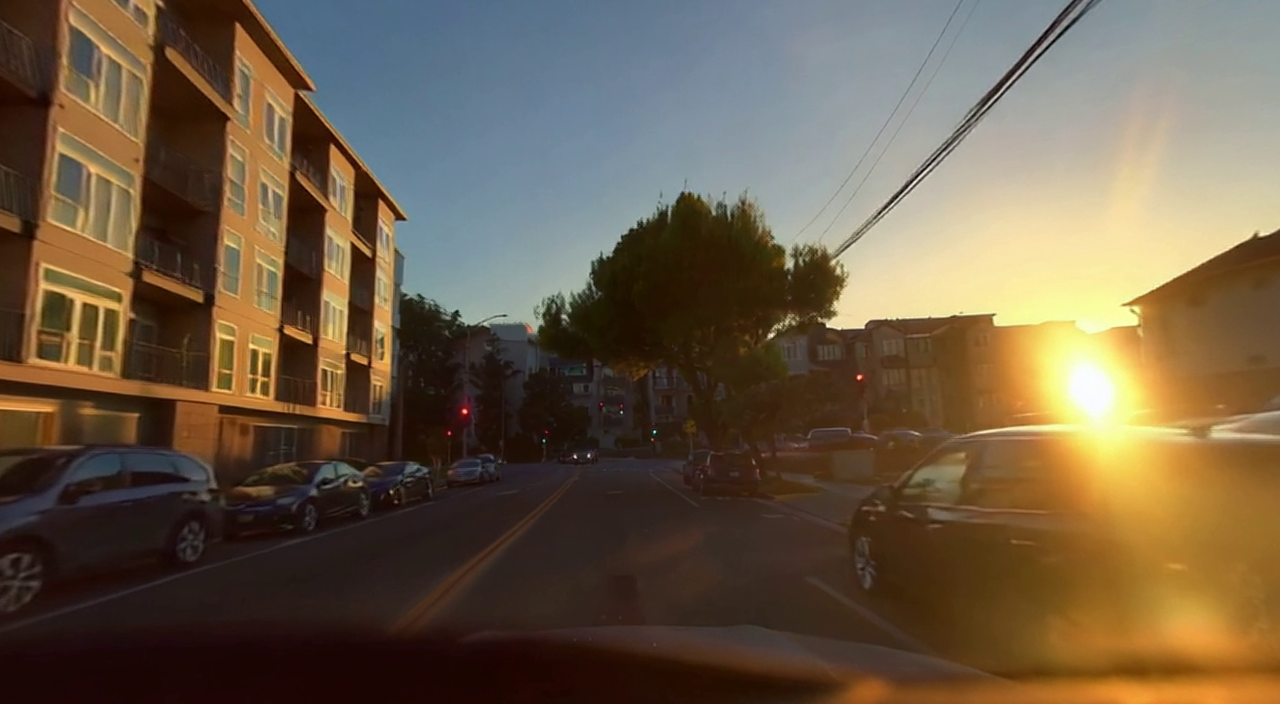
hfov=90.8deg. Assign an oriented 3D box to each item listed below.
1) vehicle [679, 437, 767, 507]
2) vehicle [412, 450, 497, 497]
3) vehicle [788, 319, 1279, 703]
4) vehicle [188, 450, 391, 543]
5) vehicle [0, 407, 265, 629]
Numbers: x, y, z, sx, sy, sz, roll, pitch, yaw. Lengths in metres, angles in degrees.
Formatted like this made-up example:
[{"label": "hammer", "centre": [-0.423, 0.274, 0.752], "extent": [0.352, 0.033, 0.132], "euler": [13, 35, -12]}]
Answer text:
[{"label": "vehicle", "centre": [2.496, 3.723, 20.320], "extent": [2.034, 1.689, 4.978], "euler": [0, -5, -2]}, {"label": "vehicle", "centre": [-6.765, 4.447, 23.551], "extent": [1.934, 1.484, 4.630], "euler": [0, -8, -2]}, {"label": "vehicle", "centre": [2.878, 1.089, 4.642], "extent": [2.408, 1.815, 4.462], "euler": [0, -8, -1]}, {"label": "vehicle", "centre": [-6.667, 2.728, 12.673], "extent": [1.789, 1.462, 4.313], "euler": [0, -8, -3]}, {"label": "vehicle", "centre": [-6.354, 1.606, 6.747], "extent": [1.993, 1.817, 4.619], "euler": [0, -8, -2]}]
